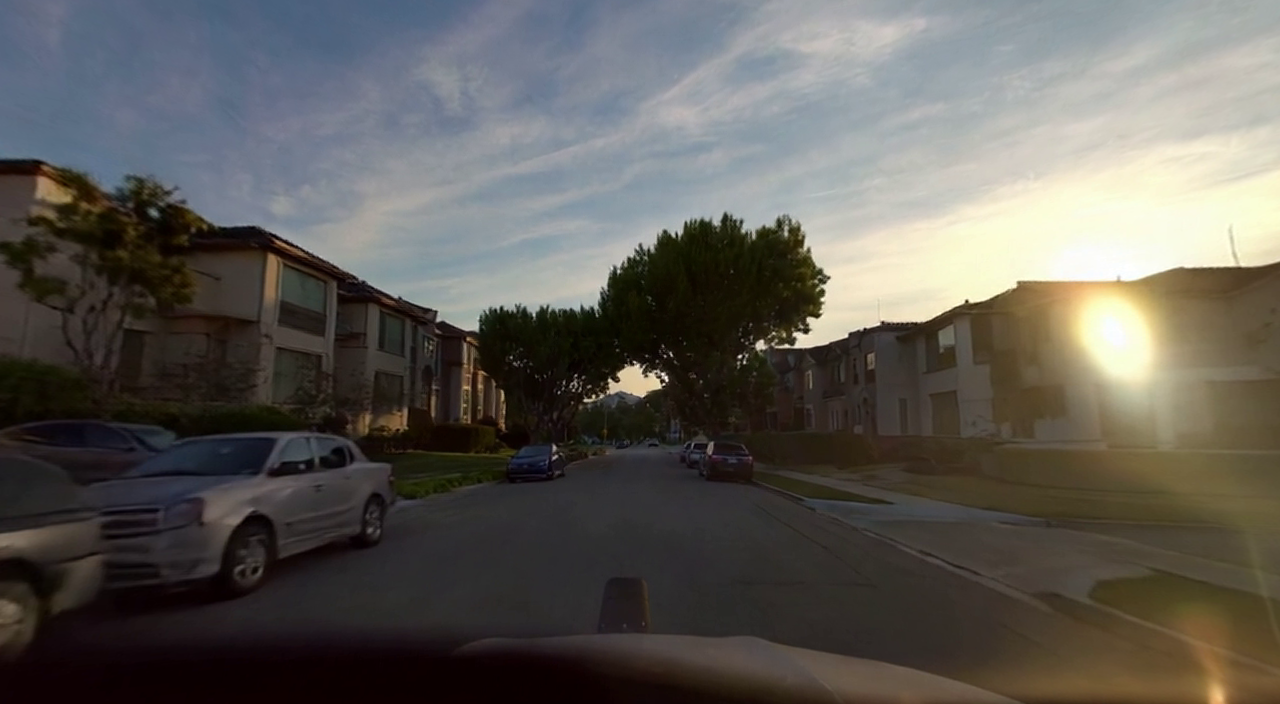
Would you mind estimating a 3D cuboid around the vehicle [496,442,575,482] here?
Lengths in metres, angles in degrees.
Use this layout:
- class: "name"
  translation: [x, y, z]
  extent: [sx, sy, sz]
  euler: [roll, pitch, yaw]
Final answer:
- class: "vehicle"
  translation: [-3.766, 4.026, 23.488]
  extent: [1.995, 1.330, 4.080]
  euler: [0, -8, 4]

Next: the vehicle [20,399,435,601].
- class: "vehicle"
  translation: [-4.221, 1.566, 7.530]
  extent: [2.108, 1.686, 4.129]
  euler: [-1, -8, 1]

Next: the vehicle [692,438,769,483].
- class: "vehicle"
  translation: [3.179, 3.927, 23.281]
  extent: [2.000, 1.456, 5.251]
  euler: [0, -8, -1]

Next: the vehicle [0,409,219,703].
- class: "vehicle"
  translation: [-4.296, 0.952, 2.451]
  extent: [2.086, 1.493, 4.582]
  euler: [-1, -8, 1]
